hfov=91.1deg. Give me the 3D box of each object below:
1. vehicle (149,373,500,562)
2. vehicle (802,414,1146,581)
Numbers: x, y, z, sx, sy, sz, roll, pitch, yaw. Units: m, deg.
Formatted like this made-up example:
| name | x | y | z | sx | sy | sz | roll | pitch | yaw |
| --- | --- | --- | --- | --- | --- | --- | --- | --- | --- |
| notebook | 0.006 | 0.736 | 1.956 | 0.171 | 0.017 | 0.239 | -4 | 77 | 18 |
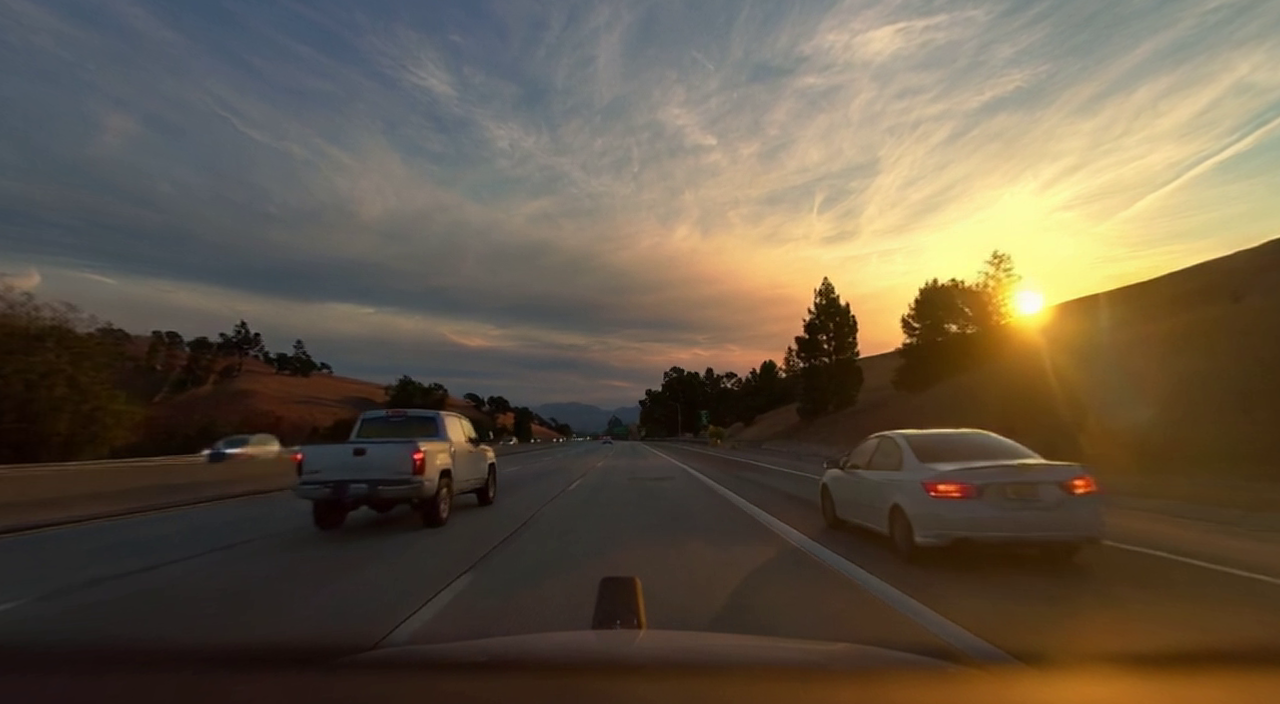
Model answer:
| name | x | y | z | sx | sy | sz | roll | pitch | yaw |
| --- | --- | --- | --- | --- | --- | --- | --- | --- | --- |
| vehicle | -3.609 | 1.463 | 8.818 | 2.106 | 1.779 | 5.610 | 0 | -8 | -1 |
| vehicle | 3.553 | 1.593 | 7.851 | 1.817 | 1.465 | 4.415 | 0 | -8 | -1 |
